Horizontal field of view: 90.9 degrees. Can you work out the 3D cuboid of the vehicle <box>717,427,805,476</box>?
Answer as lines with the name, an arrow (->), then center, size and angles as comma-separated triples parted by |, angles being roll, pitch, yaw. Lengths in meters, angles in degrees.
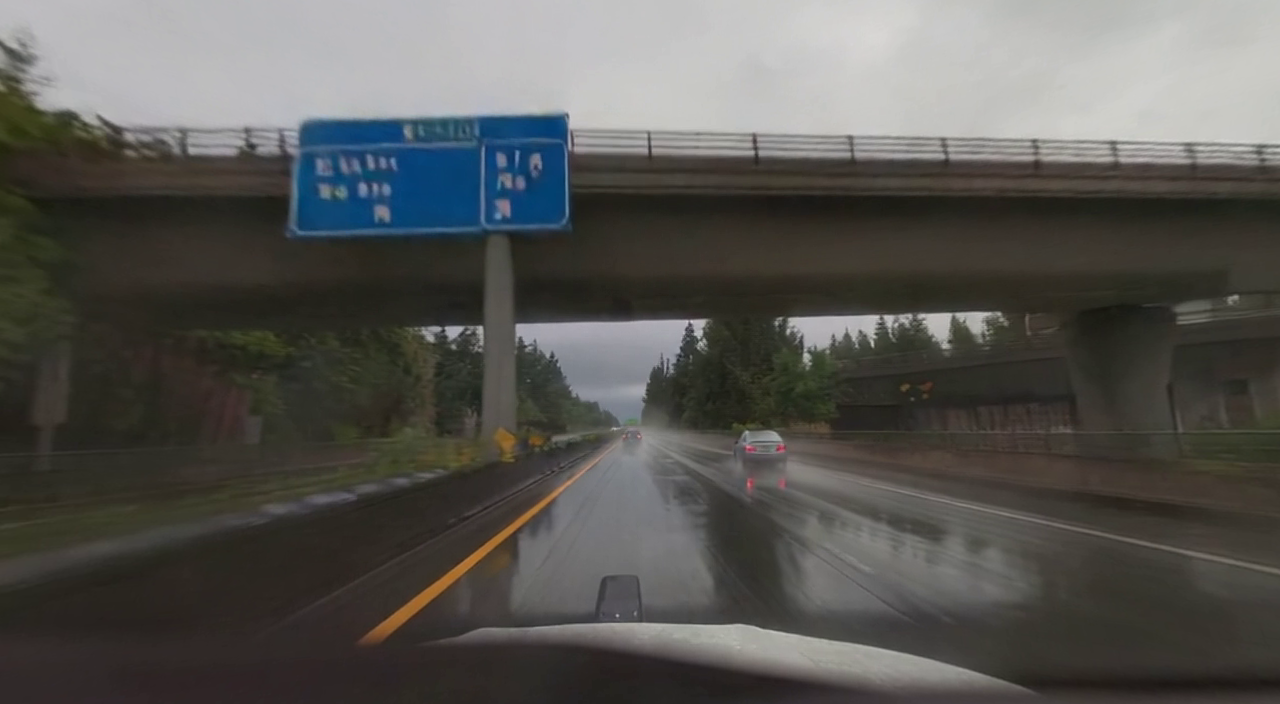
vehicle -> 4.037, 3.384, 21.758 | 2.010, 1.526, 4.438 | 0, -8, -2

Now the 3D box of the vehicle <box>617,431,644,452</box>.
vehicle -> -0.731, 6.926, 48.885 | 1.998, 1.492, 3.878 | 0, -8, 0
